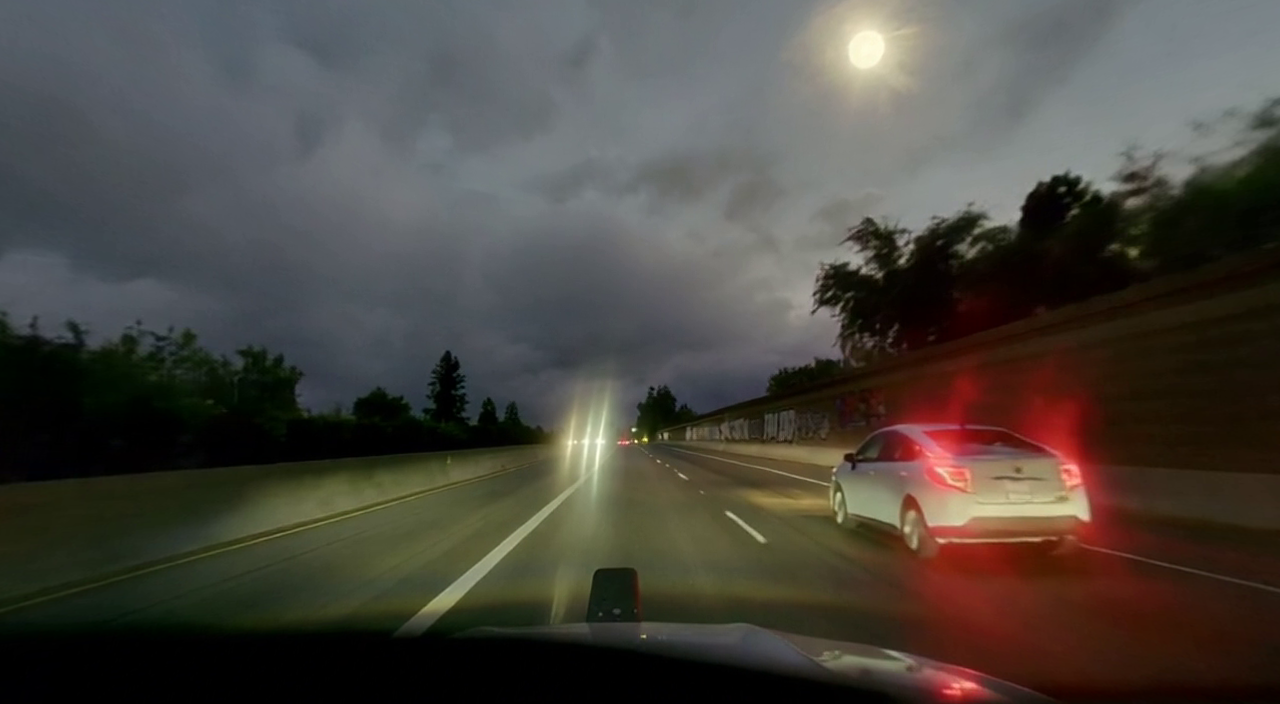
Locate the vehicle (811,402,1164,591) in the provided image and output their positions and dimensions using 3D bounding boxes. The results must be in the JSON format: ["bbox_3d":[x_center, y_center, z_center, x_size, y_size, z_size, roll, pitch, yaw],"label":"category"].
[{"bbox_3d":[3.412,1.450,7.136,1.841,1.556,3.618,0,-8,-1],"label":"vehicle"}]
